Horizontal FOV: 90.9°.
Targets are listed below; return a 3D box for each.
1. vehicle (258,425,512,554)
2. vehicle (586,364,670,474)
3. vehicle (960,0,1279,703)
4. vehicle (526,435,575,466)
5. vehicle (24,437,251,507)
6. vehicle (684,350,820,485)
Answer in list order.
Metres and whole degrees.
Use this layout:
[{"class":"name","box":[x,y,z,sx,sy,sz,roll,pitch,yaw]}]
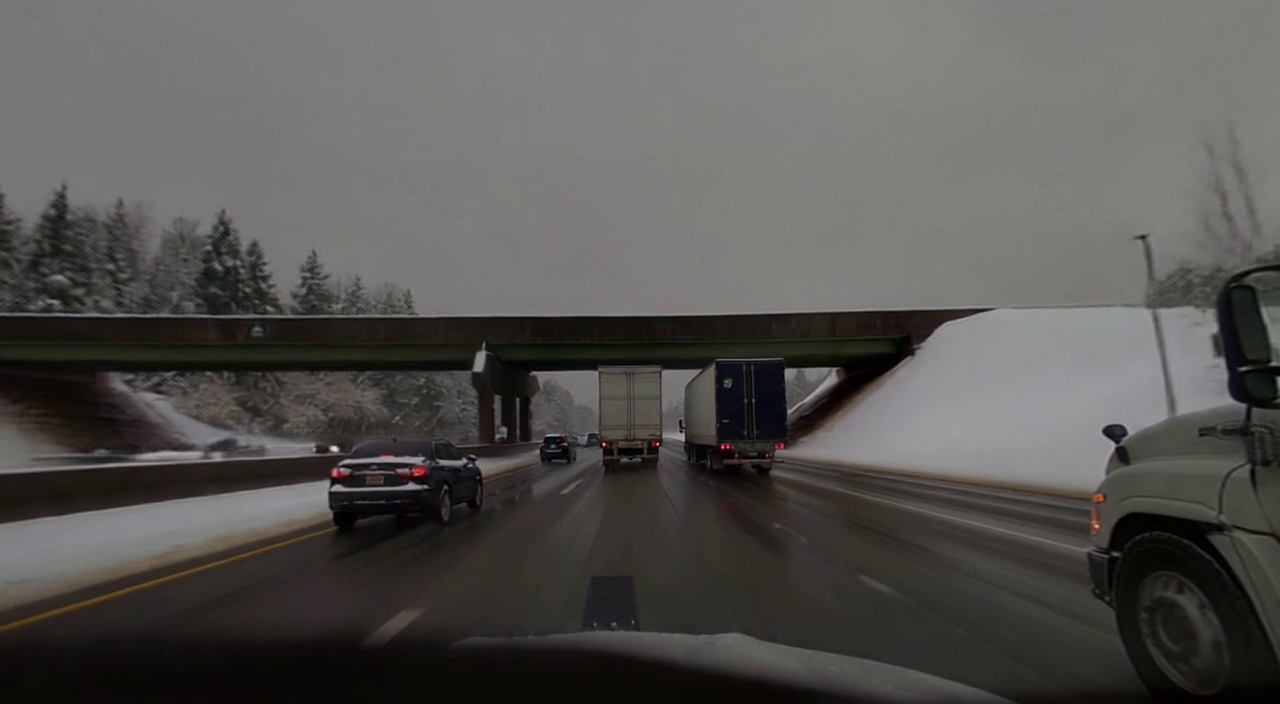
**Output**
[{"class":"vehicle","box":[-3.387,1.884,9.562,1.894,1.460,4.662,0,-8,0]},{"class":"vehicle","box":[-0.510,3.183,28.685,3.090,4.065,10.702,0,-8,-1]},{"class":"vehicle","box":[3.941,-0.369,1.470,3.074,3.896,5.910,0,-8,-1]},{"class":"vehicle","box":[-4.533,5.005,32.346,2.049,1.483,3.786,0,-8,-2]},{"class":"vehicle","box":[-12.155,2.877,15.764,2.017,1.482,4.496,0,-8,-1]},{"class":"vehicle","box":[3.639,2.652,24.015,2.817,3.886,11.491,0,-8,-1]}]
